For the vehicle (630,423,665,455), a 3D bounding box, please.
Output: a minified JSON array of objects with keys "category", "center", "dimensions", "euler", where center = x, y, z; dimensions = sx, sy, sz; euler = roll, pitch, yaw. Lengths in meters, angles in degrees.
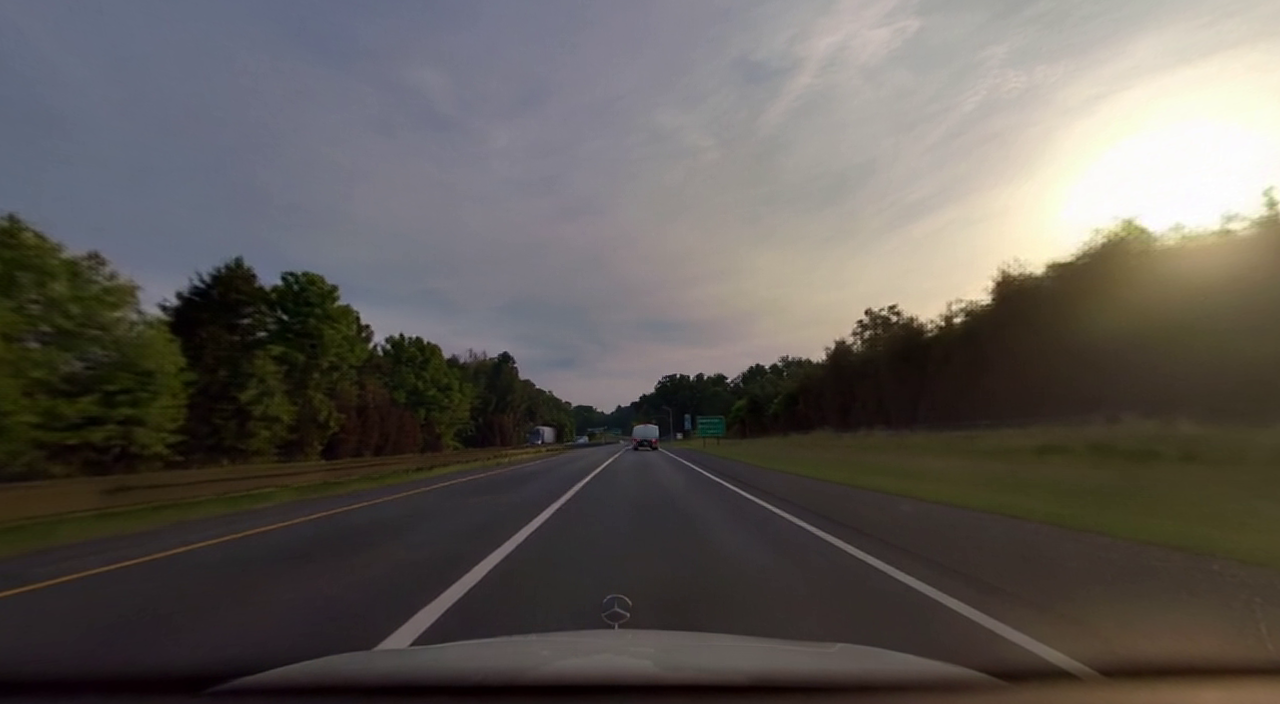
[{"category":"vehicle","center":[0.487,6.779,49.096],"dimensions":[2.495,2.327,5.800],"euler":[0,-8,-1]}]
